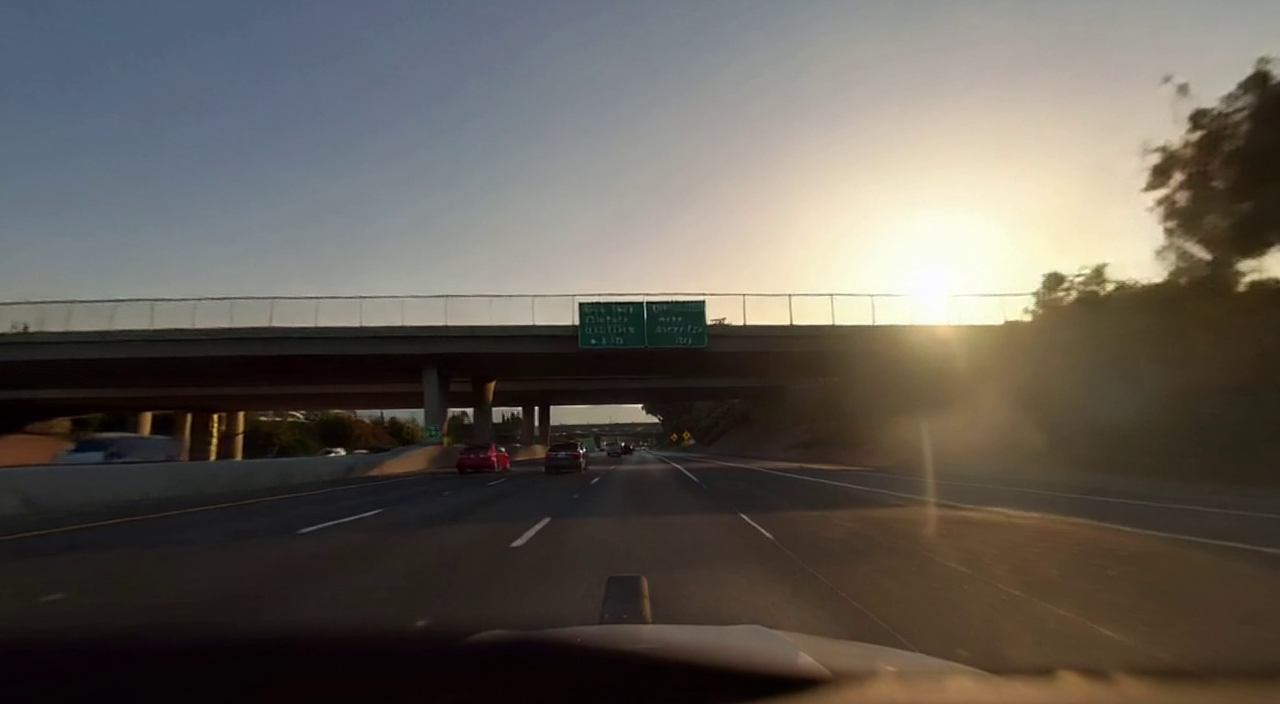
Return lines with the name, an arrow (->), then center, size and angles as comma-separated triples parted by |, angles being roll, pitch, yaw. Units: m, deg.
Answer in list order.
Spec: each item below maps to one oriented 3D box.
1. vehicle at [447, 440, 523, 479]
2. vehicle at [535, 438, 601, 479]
vehicle -> -6.710, 4.735, 27.970 | 2.069, 1.551, 4.830 | 0, -9, 1
vehicle -> -3.069, 4.661, 27.924 | 2.210, 1.628, 4.586 | -1, -9, 2
